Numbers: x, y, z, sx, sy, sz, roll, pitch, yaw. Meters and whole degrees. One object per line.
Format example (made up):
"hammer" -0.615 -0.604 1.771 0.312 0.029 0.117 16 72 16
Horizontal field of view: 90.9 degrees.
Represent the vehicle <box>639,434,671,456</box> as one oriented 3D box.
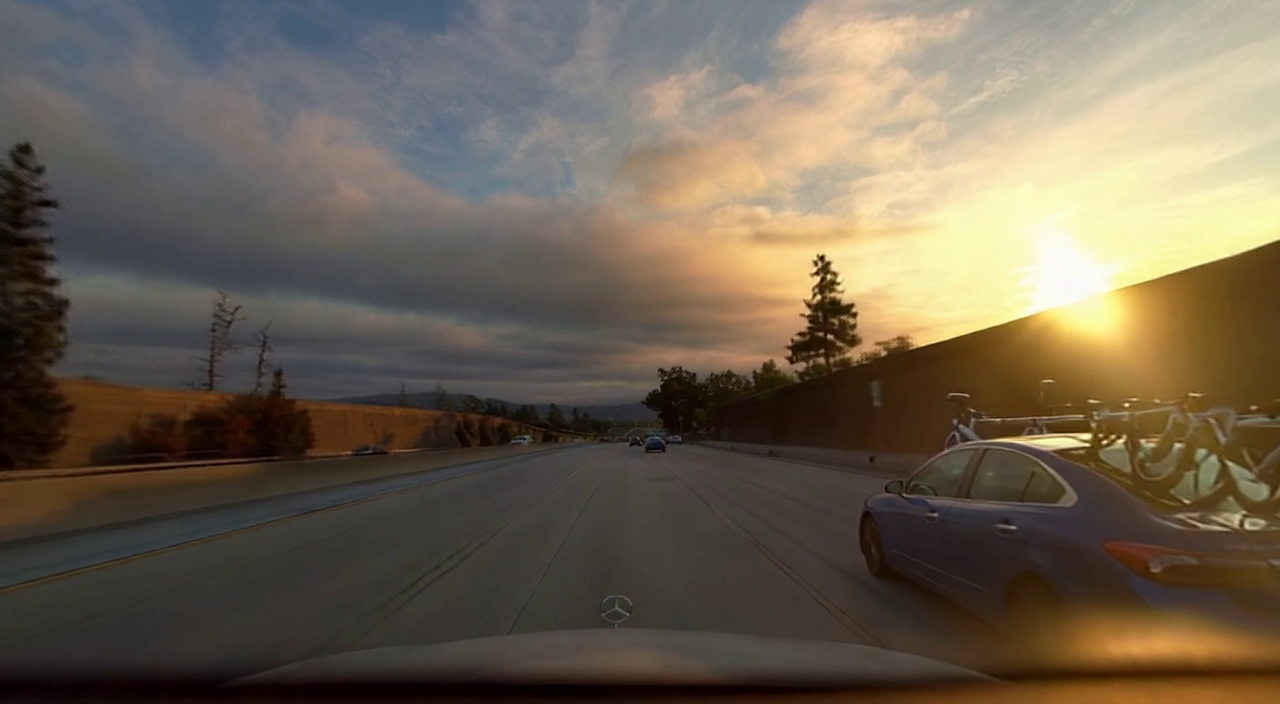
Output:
"vehicle" 0.967 6.243 42.468 1.911 1.449 3.776 0 -8 -3
